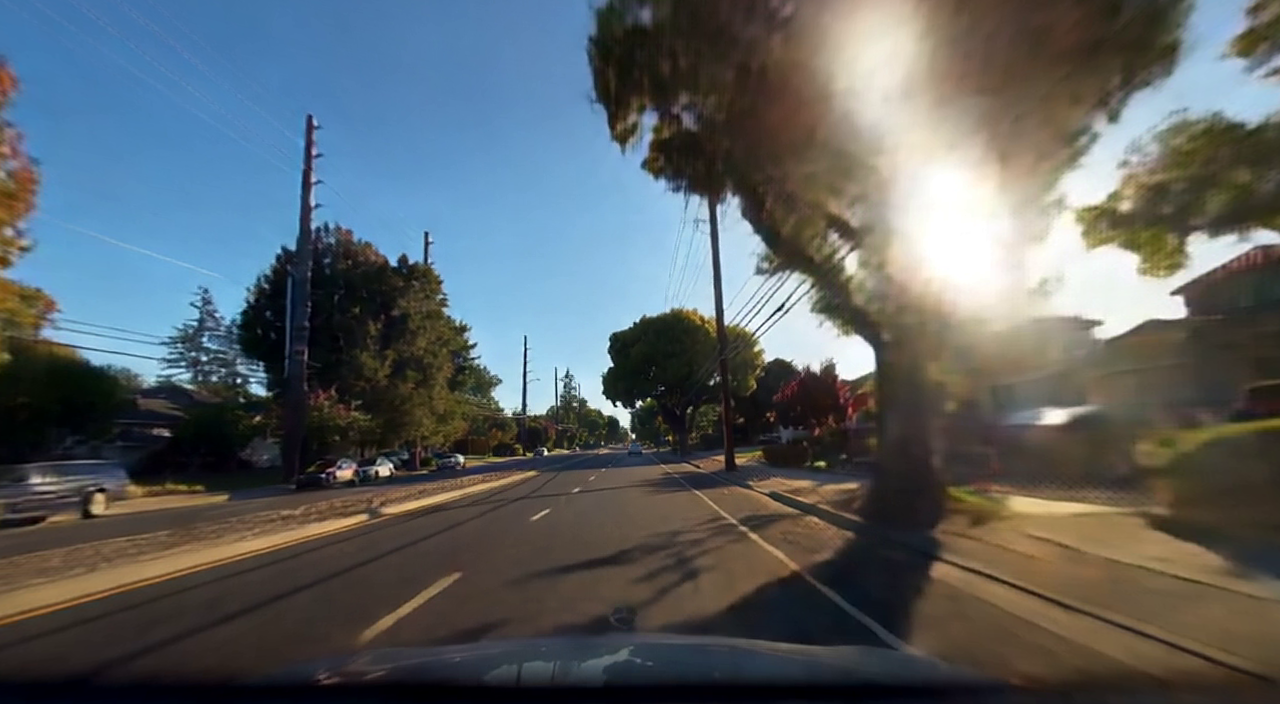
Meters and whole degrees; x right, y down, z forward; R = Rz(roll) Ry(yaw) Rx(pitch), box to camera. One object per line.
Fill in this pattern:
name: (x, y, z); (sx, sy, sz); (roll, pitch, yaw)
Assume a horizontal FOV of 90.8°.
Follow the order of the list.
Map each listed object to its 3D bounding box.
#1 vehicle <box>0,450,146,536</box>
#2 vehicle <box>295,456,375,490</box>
vehicle: (-15.879, 3.601, 16.528); (2.071, 1.883, 4.915); (-2, -8, -3)
vehicle: (-15.968, 6.329, 33.401); (2.031, 1.482, 4.476); (-4, -9, 0)
